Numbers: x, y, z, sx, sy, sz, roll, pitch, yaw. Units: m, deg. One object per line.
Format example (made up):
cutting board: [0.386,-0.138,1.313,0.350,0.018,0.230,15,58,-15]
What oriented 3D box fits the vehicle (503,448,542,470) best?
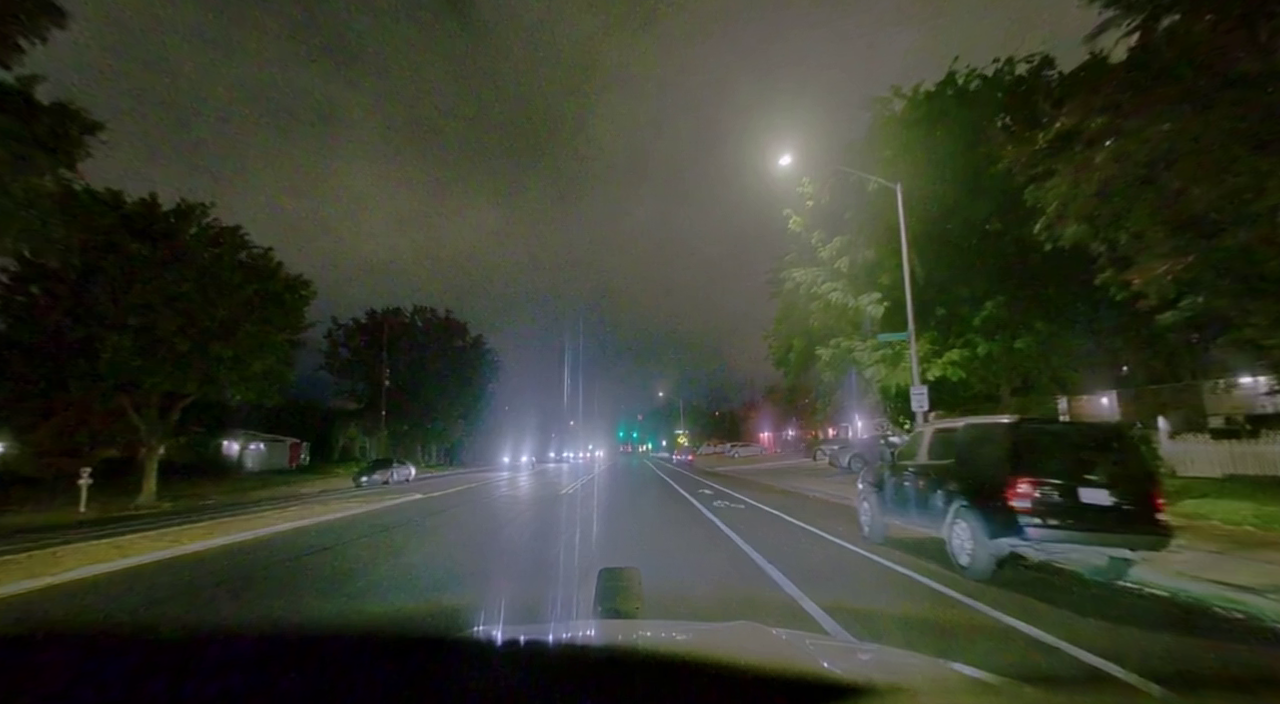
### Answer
vehicle: [-8.543,7.805,46.310,1.973,1.509,4.651,0,-8,0]

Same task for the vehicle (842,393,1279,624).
vehicle: [4.345,1.613,7.551,2.166,1.858,4.667,0,-8,-2]
